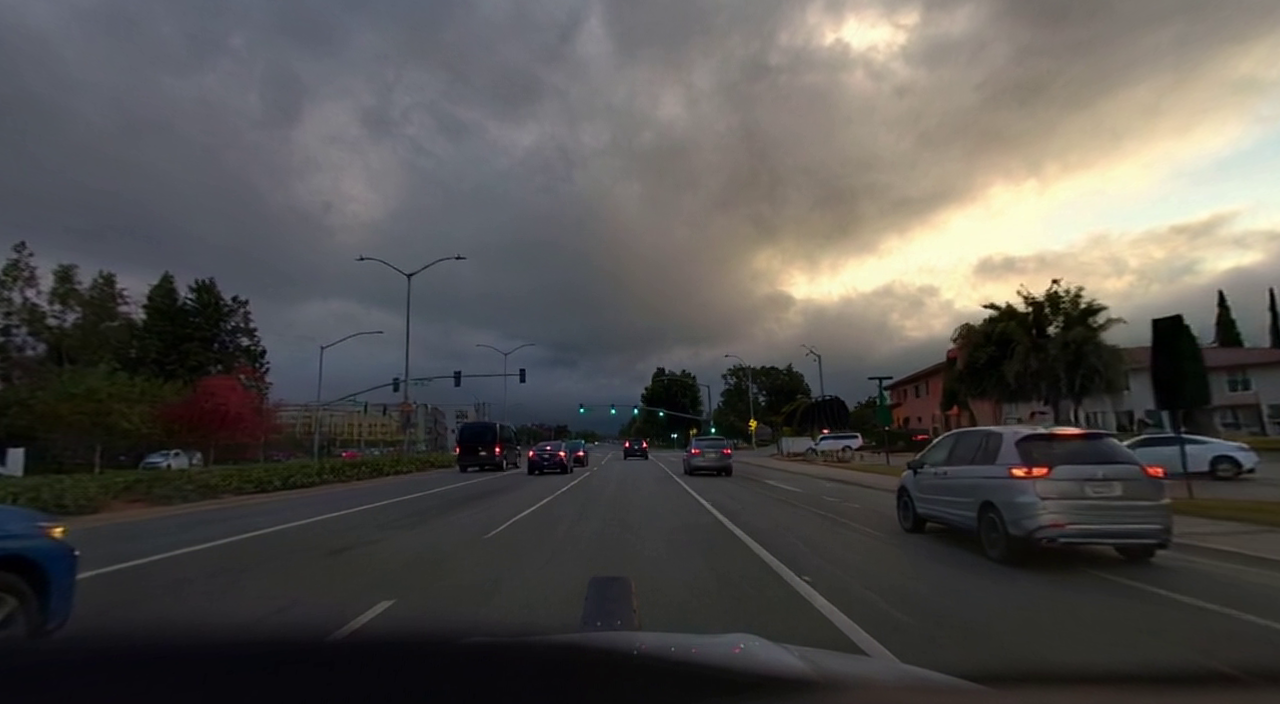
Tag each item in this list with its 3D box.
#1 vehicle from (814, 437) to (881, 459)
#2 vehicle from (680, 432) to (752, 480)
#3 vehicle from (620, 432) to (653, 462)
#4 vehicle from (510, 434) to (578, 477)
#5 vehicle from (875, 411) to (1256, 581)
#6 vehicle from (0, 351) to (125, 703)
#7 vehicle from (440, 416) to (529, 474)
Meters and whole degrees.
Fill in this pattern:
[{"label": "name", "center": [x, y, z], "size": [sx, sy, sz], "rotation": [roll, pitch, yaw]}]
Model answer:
[{"label": "vehicle", "center": [15.154, 7.029, 46.063], "size": [4.149, 1.524, 1.993], "rotation": [0, -9, -1]}, {"label": "vehicle", "center": [2.989, 4.249, 25.919], "size": [2.167, 1.792, 4.835], "rotation": [1, -9, -2]}, {"label": "vehicle", "center": [-0.308, 7.154, 47.367], "size": [2.299, 2.104, 5.207], "rotation": [0, -9, -2]}, {"label": "vehicle", "center": [-4.030, 4.470, 27.380], "size": [2.133, 1.677, 4.727], "rotation": [0, -9, 1]}, {"label": "vehicle", "center": [5.037, 1.756, 8.455], "size": [2.080, 1.661, 4.324], "rotation": [0, -9, 0]}, {"label": "vehicle", "center": [-4.053, 0.646, 1.481], "size": [2.038, 1.748, 4.303], "rotation": [0, -9, -1]}, {"label": "vehicle", "center": [-7.577, 4.687, 31.574], "size": [2.863, 2.592, 6.410], "rotation": [0, -9, -1]}]
